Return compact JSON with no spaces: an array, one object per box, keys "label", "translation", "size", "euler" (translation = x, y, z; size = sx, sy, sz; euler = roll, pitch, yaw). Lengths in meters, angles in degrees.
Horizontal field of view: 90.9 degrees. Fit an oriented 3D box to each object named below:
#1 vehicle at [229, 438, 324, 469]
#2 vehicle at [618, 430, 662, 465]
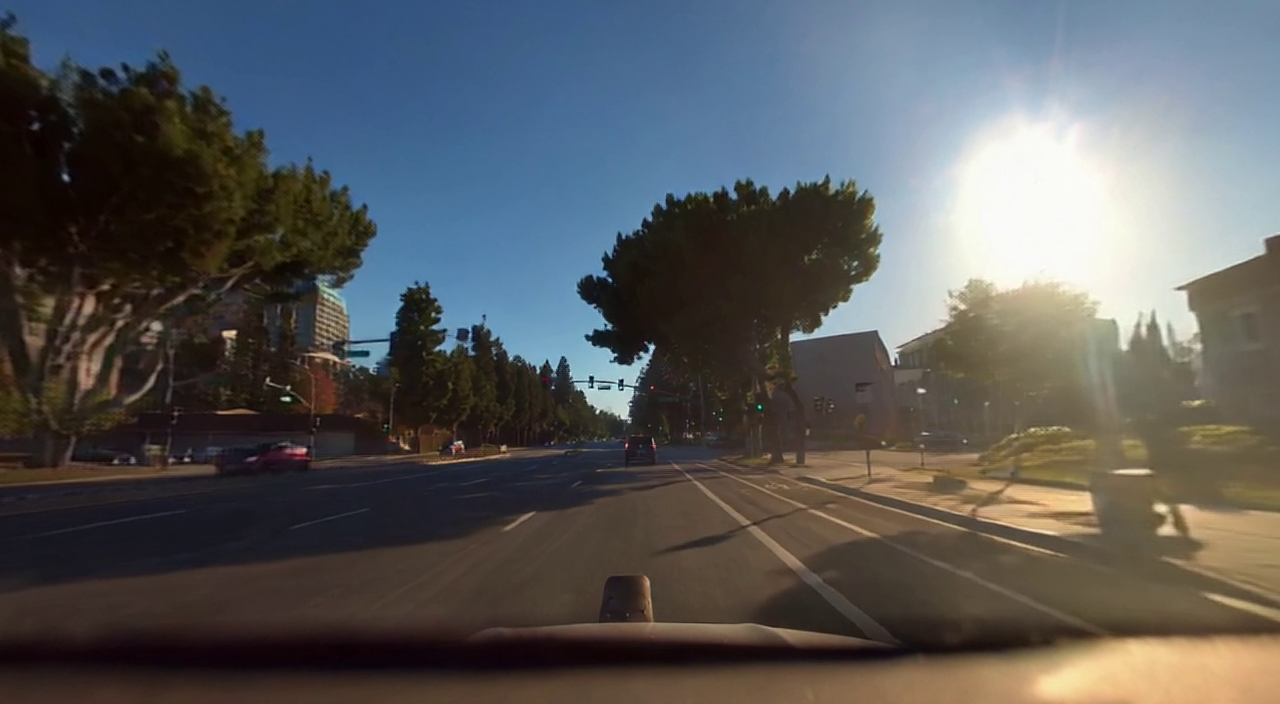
[{"label":"vehicle","translation":[-18.021,5.041,31.566],"size":[1.986,1.438,4.620],"euler":[0,-8,0]},{"label":"vehicle","translation":[0.000,5.052,33.415],"size":[2.169,1.751,4.276],"euler":[0,-8,0]}]
